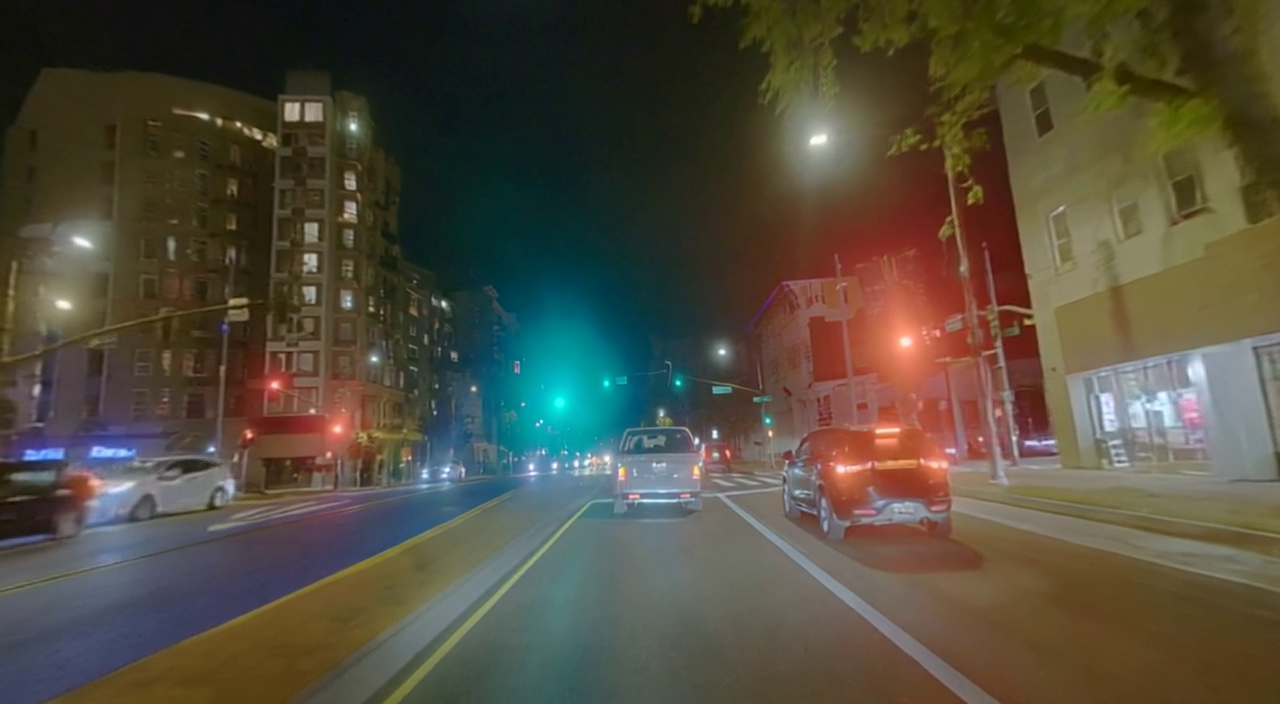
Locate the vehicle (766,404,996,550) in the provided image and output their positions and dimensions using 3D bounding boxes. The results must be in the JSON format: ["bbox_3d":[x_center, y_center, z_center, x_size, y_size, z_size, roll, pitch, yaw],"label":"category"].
[{"bbox_3d":[3.325,1.819,9.732,1.939,1.746,4.091,0,-8,0],"label":"vehicle"}]

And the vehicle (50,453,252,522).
[{"bbox_3d":[-17.504,4.814,23.243,2.267,2.097,6.350,-1,-8,1],"label":"vehicle"}]

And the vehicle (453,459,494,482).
[{"bbox_3d":[-13.152,9.319,49.957,2.035,1.619,4.327,0,-9,0],"label":"vehicle"}]

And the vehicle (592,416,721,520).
[{"bbox_3d":[0.306,2.291,12.915,2.209,1.748,4.130,0,-9,1],"label":"vehicle"}]

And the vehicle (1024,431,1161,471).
[{"bbox_3d":[19.078,4.185,26.761,4.248,1.642,1.961,0,-8,0],"label":"vehicle"}]
